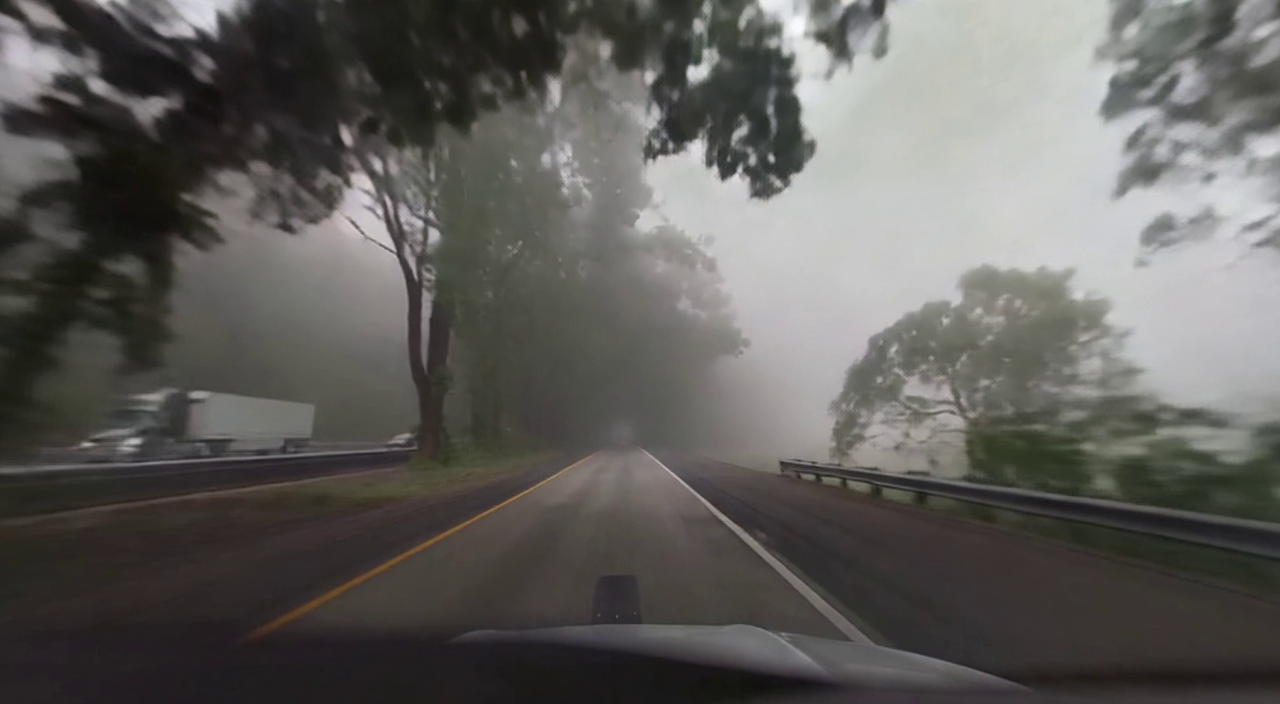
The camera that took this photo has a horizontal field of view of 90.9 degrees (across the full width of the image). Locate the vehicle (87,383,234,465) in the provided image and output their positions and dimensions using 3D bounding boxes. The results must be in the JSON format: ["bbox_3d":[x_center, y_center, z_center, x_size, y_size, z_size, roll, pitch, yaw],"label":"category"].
[{"bbox_3d":[-25.023,3.841,33.362,3.013,3.897,6.007,0,-8,-2],"label":"vehicle"}]
